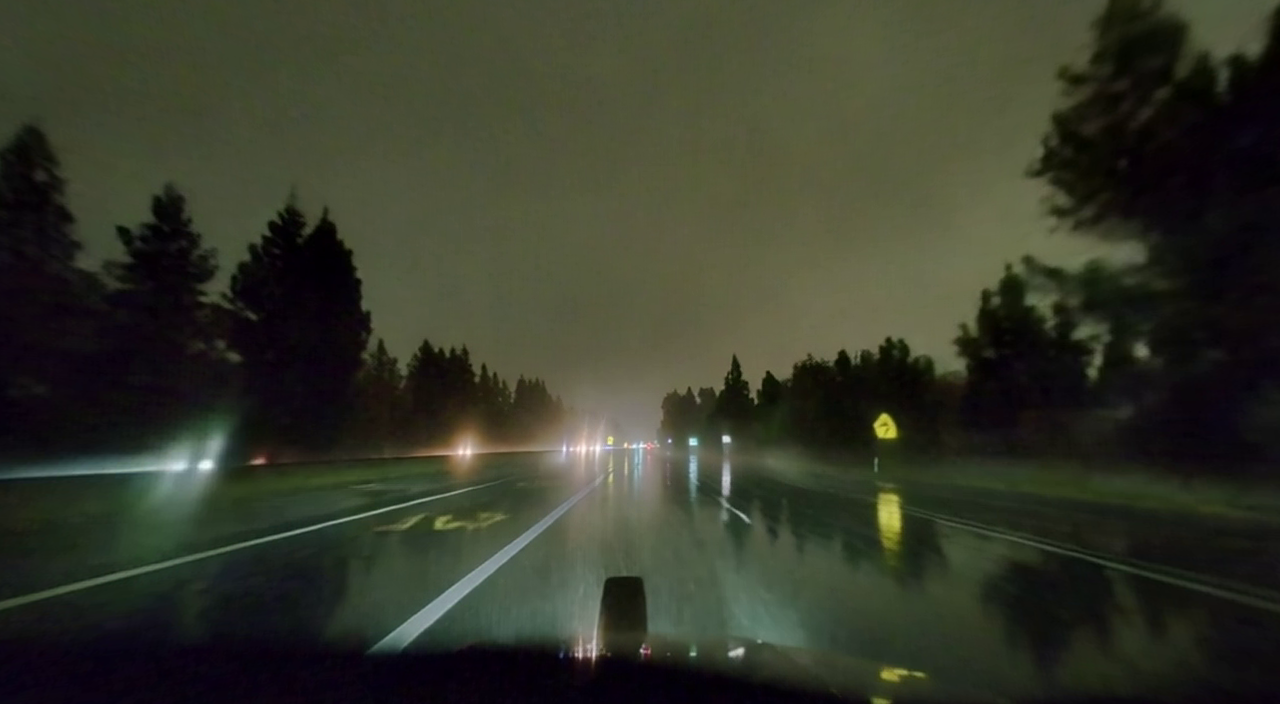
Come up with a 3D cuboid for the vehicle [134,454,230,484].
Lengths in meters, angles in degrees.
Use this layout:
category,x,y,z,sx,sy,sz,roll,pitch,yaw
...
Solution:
category,x,y,z,sx,sy,sz,roll,pitch,yaw
vehicle,-24.394,6.211,33.817,1.803,1.449,4.423,0,-9,1
